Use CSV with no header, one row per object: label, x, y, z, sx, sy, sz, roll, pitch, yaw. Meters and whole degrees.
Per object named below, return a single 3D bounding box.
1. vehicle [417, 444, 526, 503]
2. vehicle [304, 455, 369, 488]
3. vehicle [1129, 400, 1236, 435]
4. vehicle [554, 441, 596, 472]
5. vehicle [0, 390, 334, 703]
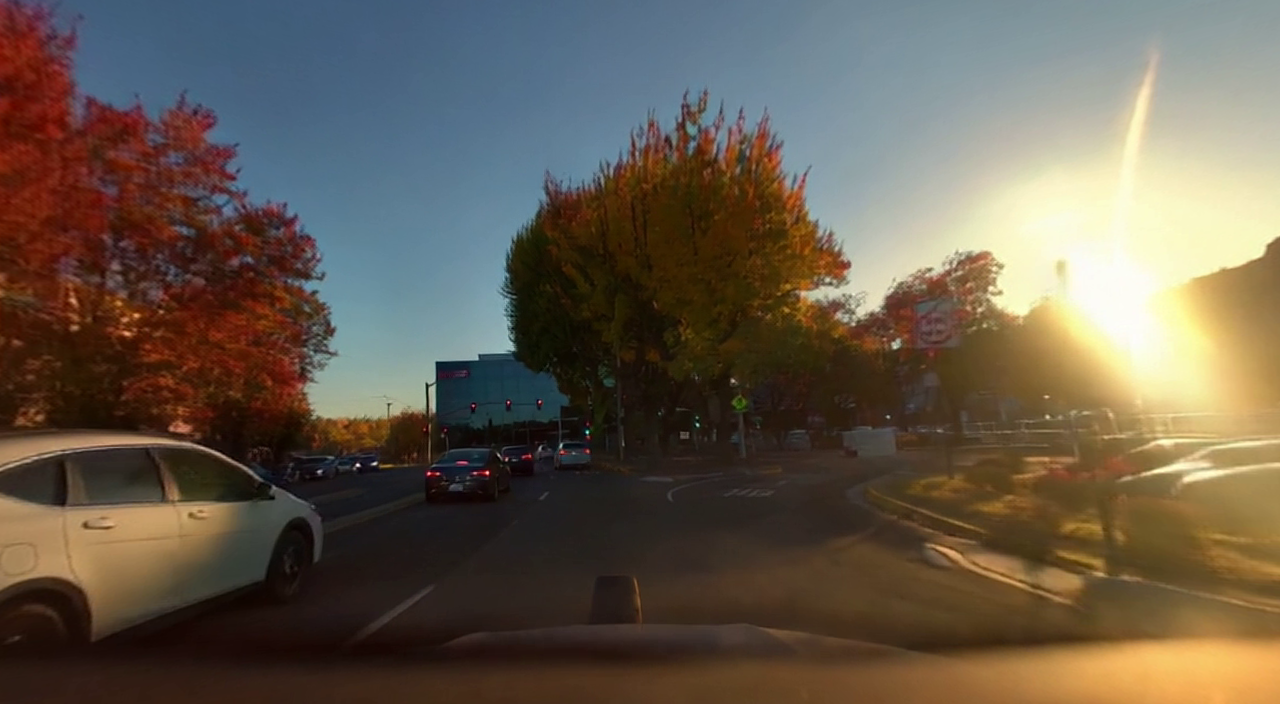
vehicle,-4.831,3.545,18.964,2.090,1.506,5.326,1,-9,-3
vehicle,-17.099,6.735,35.743,2.039,1.672,4.596,2,-9,-10
vehicle,33.003,3.966,38.412,2.110,1.696,4.653,15,-11,-40
vehicle,-3.972,6.245,37.763,2.144,1.704,4.028,2,-9,-10
vehicle,-4.105,1.151,3.933,2.085,1.663,4.513,1,-9,0
